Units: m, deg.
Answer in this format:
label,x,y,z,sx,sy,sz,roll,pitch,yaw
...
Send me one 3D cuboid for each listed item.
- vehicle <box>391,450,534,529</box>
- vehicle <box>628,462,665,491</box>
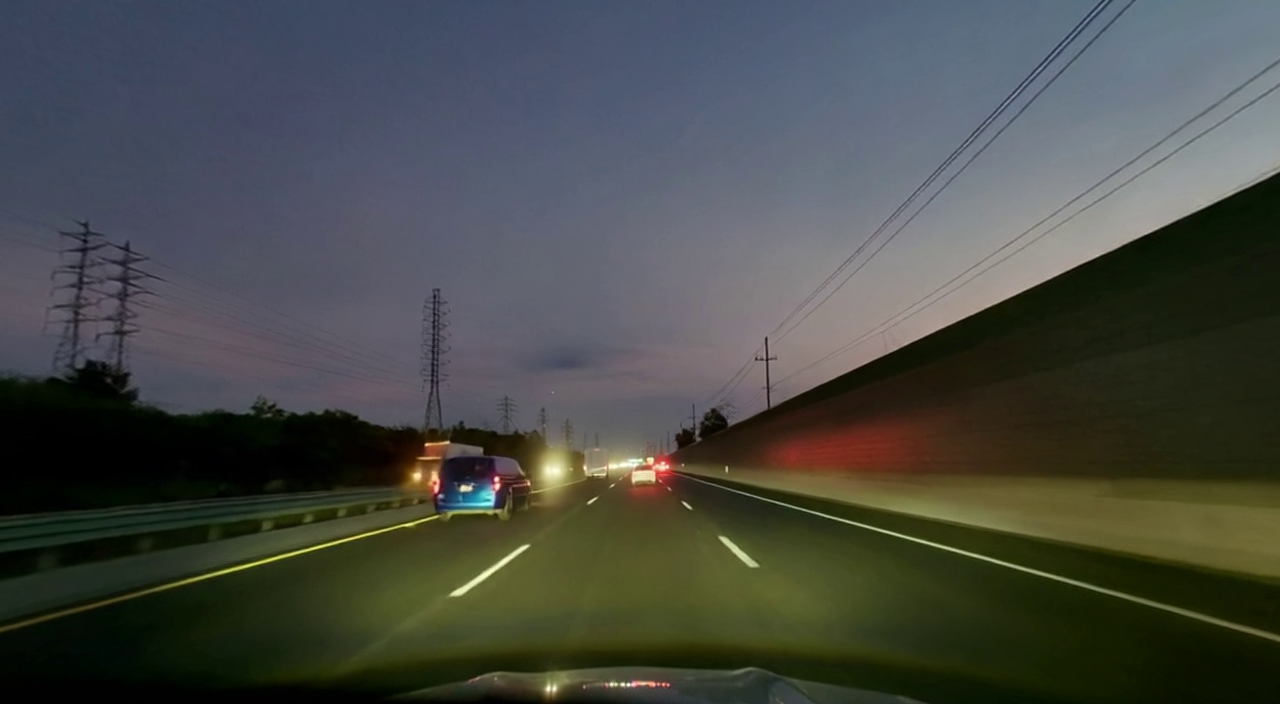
label,x,y,z,sx,sy,sz,roll,pitch,yaw
vehicle,-3.971,3.212,15.043,2.023,1.541,4.543,1,-11,1
vehicle,0.348,7.220,36.558,2.006,1.554,3.863,1,-10,0
